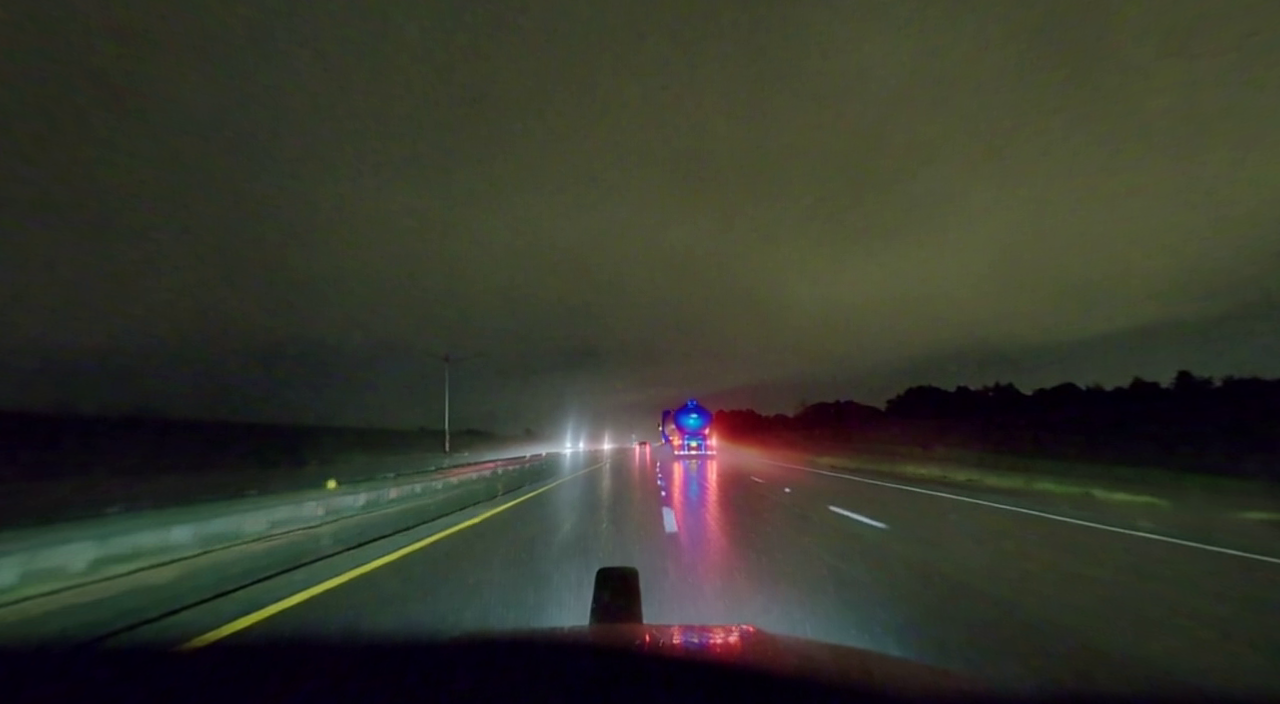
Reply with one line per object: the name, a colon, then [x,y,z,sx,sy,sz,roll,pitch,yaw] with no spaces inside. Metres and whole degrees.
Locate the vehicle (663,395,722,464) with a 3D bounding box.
vehicle: [3.059,5.034,40.157,2.946,3.745,11.516,0,-8,1]
